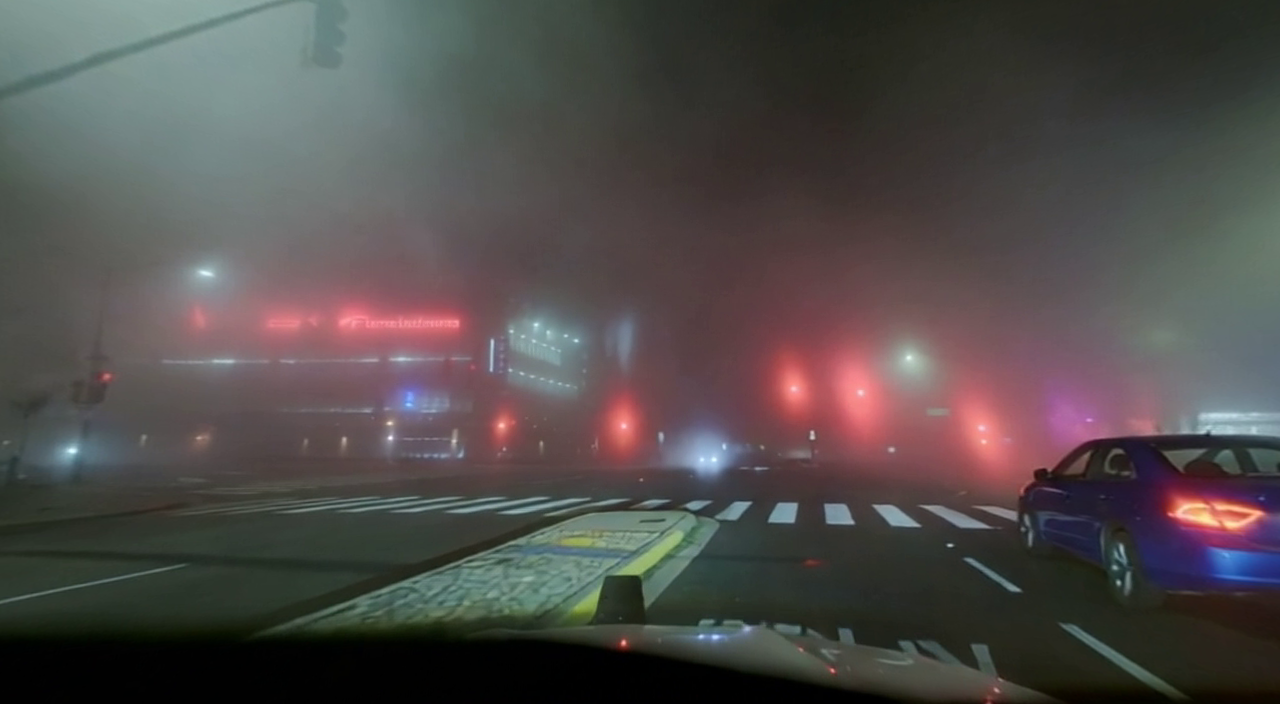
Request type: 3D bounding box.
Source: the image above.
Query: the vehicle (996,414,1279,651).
[{"bbox_3d":[5.370,1.525,6.281,2.067,1.625,4.073,-2,-9,14],"label":"vehicle"}]
